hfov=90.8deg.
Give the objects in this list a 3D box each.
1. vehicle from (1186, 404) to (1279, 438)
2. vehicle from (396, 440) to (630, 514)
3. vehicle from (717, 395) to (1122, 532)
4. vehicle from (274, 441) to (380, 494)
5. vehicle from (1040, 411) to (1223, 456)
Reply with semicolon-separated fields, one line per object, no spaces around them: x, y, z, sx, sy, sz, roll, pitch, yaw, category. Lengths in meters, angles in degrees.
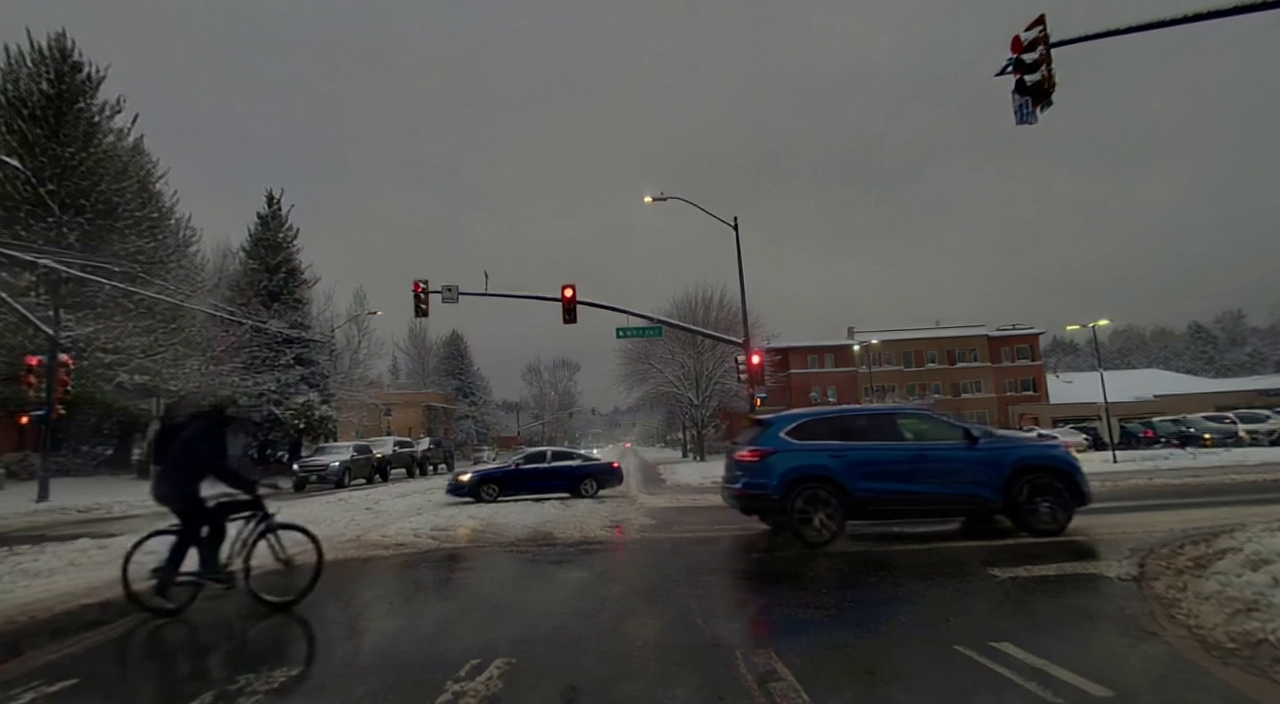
34.900;4.018;36.646;4.326;1.511;1.725;-8;-9;17;vehicle
-2.510;2.583;13.304;4.533;1.419;1.755;0;-9;-4;vehicle
3.806;1.666;9.610;5.122;1.781;2.098;-1;-9;5;vehicle
-13.737;5.055;28.139;2.251;1.957;4.968;-4;-9;-1;vehicle
16.958;2.903;22.101;4.560;1.453;1.851;-3;-9;18;vehicle
